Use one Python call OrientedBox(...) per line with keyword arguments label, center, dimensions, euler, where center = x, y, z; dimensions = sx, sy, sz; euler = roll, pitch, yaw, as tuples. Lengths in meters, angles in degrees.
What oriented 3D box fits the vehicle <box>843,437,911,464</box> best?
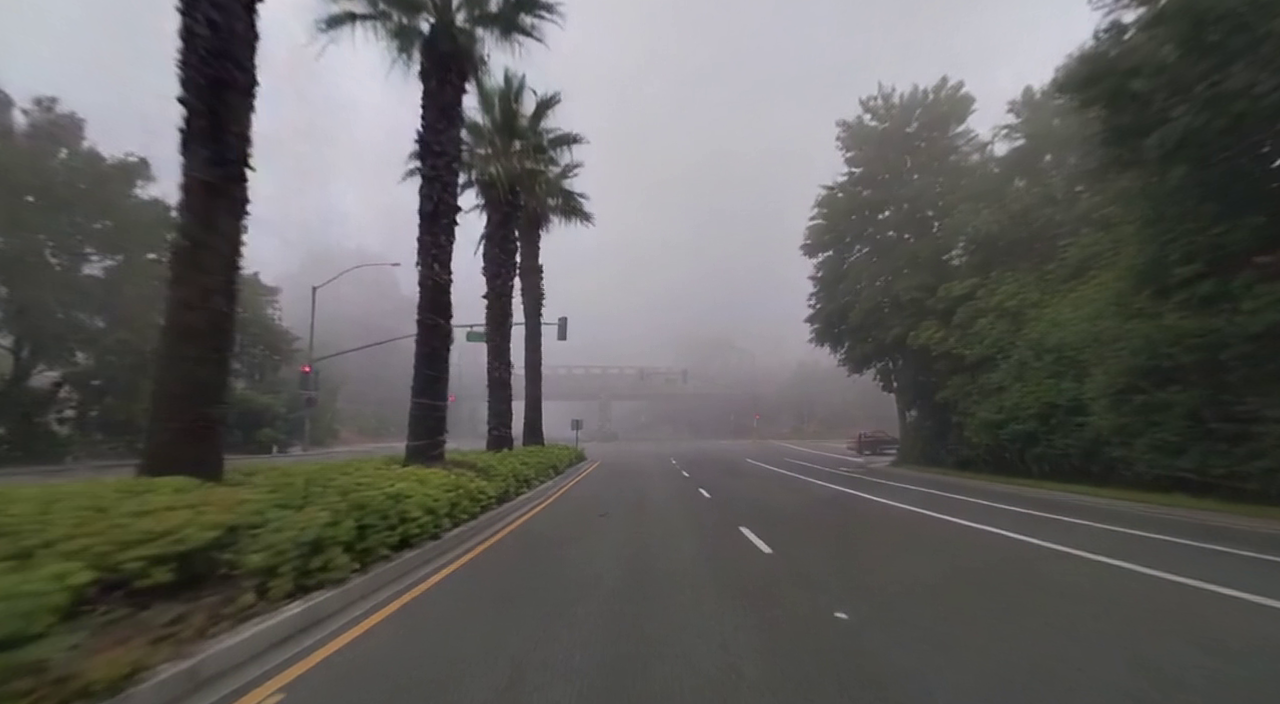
OrientedBox(label="vehicle", center=(13.681, 5.642, 36.248), dimensions=(1.982, 1.436, 4.556), euler=(-8, -12, 42))
